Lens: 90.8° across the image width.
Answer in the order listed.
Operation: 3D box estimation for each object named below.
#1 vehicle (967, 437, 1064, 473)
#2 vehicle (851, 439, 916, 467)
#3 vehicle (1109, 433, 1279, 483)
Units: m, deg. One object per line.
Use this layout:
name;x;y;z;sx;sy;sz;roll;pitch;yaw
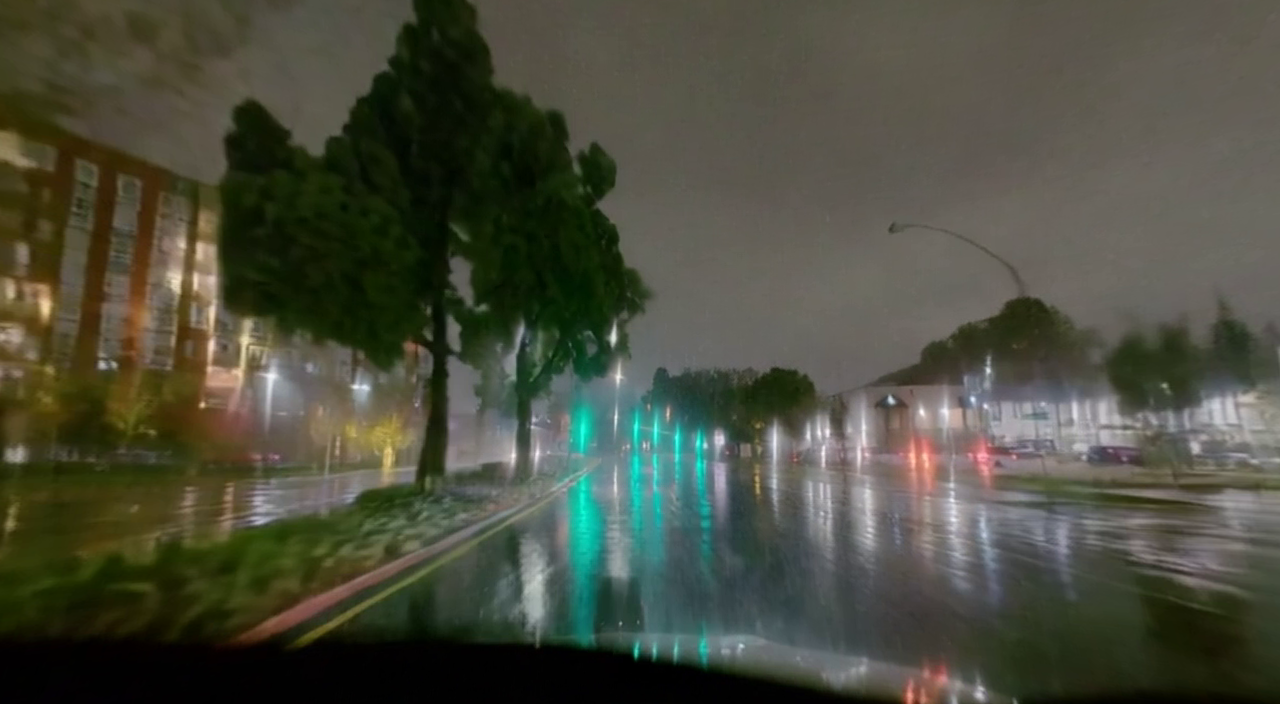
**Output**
vehicle;18.696;5.133;31.718;1.947;1.667;4.347;0;-9;-3
vehicle;15.425;6.424;40.353;2.006;1.683;4.643;0;-9;-5
vehicle;20.143;3.800;22.790;4.661;1.710;2.127;0;-9;-1
